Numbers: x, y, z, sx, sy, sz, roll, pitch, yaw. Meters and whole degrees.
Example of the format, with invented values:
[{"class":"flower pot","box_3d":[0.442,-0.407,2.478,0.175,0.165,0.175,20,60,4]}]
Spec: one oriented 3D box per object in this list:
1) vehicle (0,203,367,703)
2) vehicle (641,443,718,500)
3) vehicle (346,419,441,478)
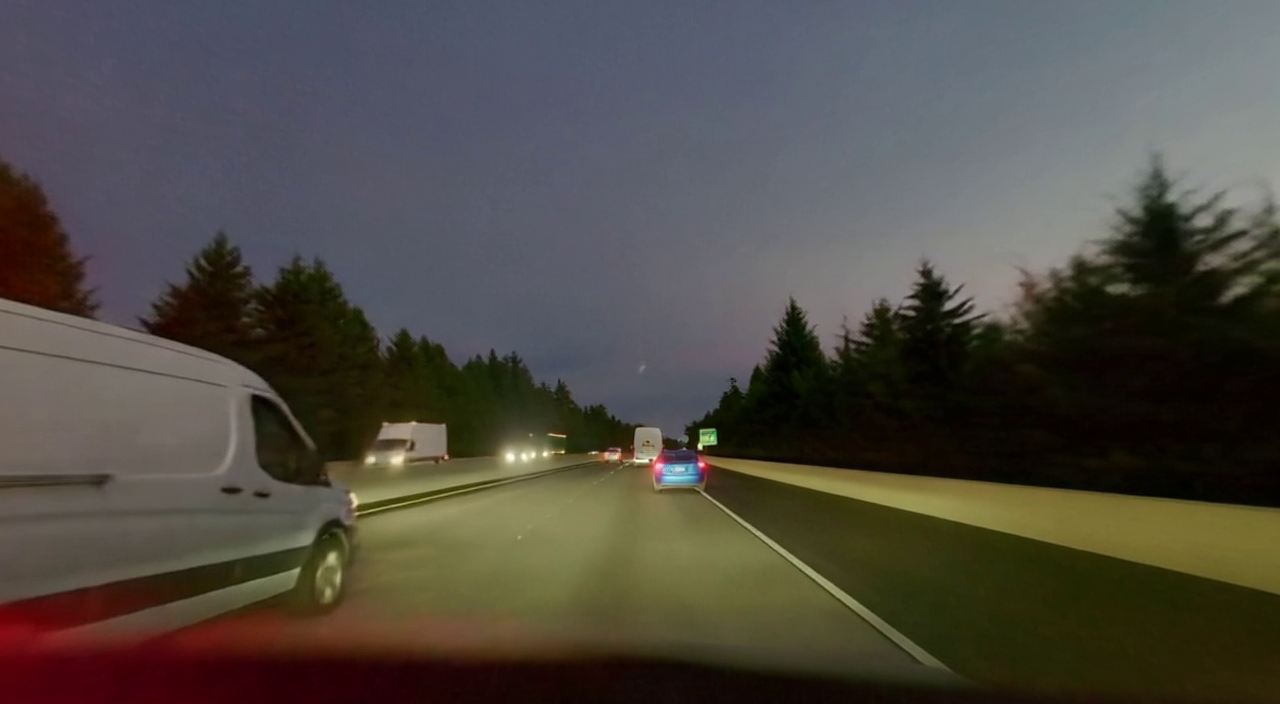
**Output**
[{"class":"vehicle","box_3d":[-3.085,0.579,1.996,2.217,2.033,4.975,0,-9,0]},{"class":"vehicle","box_3d":[1.045,3.458,18.594,2.012,1.485,3.649,0,-9,0]},{"class":"vehicle","box_3d":[-16.835,6.714,43.803,2.942,3.682,8.180,0,-9,2]}]
